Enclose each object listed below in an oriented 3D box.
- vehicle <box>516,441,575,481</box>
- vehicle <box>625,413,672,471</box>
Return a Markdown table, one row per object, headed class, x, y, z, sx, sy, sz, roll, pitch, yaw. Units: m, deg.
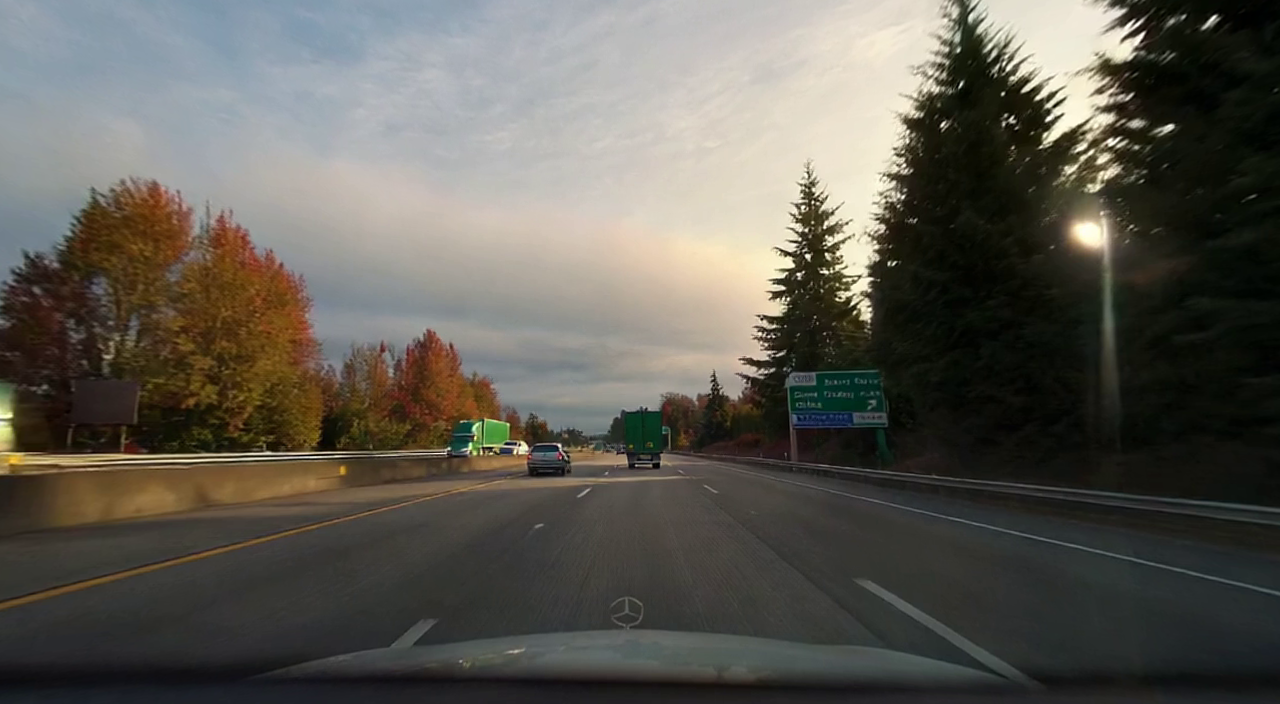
| class | x | y | z | sx | sy | sz | roll | pitch | yaw |
| --- | --- | --- | --- | --- | --- | --- | --- | --- | --- |
| vehicle | -4.201 | 4.916 | 28.626 | 2.079 | 1.656 | 3.965 | 0 | -9 | 0 |
| vehicle | 0.420 | 6.286 | 43.718 | 2.893 | 3.628 | 9.081 | 0 | -9 | -1 |
